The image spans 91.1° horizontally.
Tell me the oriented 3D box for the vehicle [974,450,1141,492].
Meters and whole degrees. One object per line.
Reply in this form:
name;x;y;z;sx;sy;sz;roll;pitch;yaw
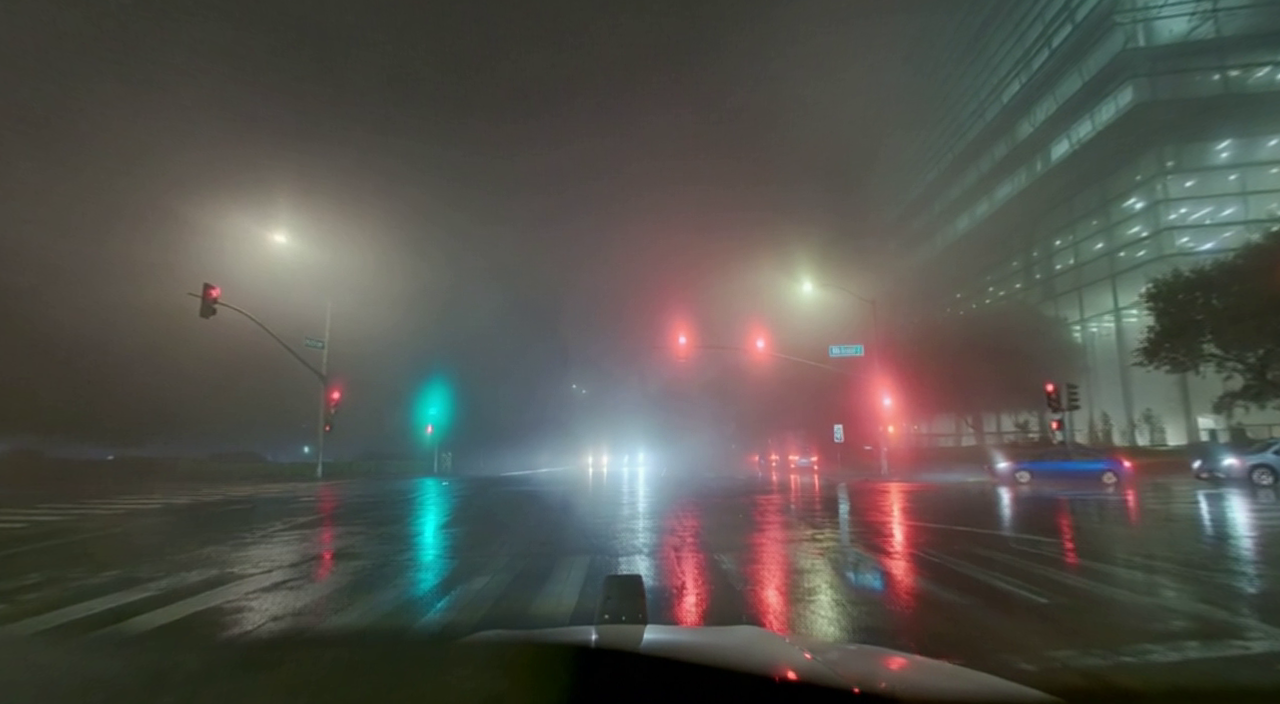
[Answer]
vehicle;15.923;4.541;24.229;4.896;1.503;1.971;-2;-9;9

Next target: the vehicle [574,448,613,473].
vehicle;-2.930;6.961;40.579;2.068;1.486;4.664;0;-9;2

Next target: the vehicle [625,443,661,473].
vehicle;0.233;6.362;37.877;2.018;1.699;4.751;0;-9;1

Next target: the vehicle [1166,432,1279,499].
vehicle;20.473;3.488;19.551;5.832;1.949;2.444;0;-9;1
